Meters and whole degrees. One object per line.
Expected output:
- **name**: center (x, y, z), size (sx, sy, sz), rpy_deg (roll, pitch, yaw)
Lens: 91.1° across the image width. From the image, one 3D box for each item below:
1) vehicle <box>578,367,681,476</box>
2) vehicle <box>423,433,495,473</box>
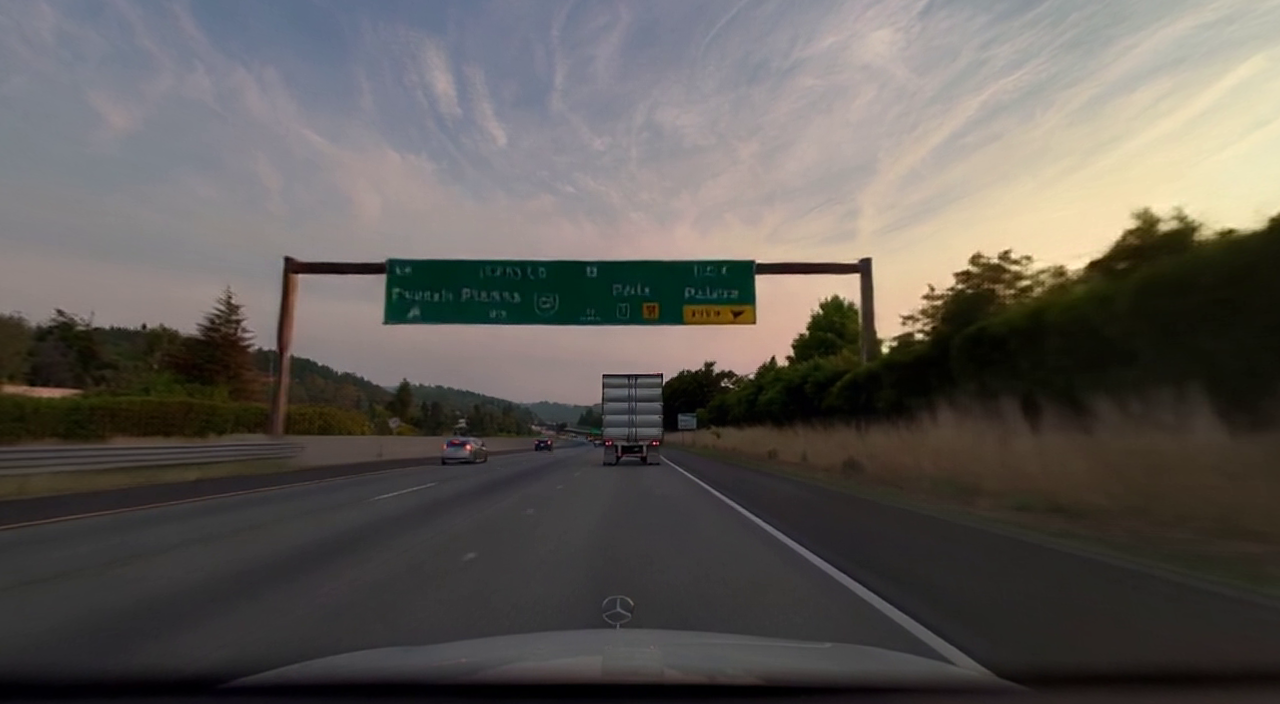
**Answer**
- **vehicle**: center (-0.488, 3.129, 26.803), size (3.033, 3.223, 14.836), rpy_deg (3, -8, -1)
- **vehicle**: center (-7.283, 4.063, 25.675), size (1.856, 1.479, 3.710), rpy_deg (0, -8, 0)
